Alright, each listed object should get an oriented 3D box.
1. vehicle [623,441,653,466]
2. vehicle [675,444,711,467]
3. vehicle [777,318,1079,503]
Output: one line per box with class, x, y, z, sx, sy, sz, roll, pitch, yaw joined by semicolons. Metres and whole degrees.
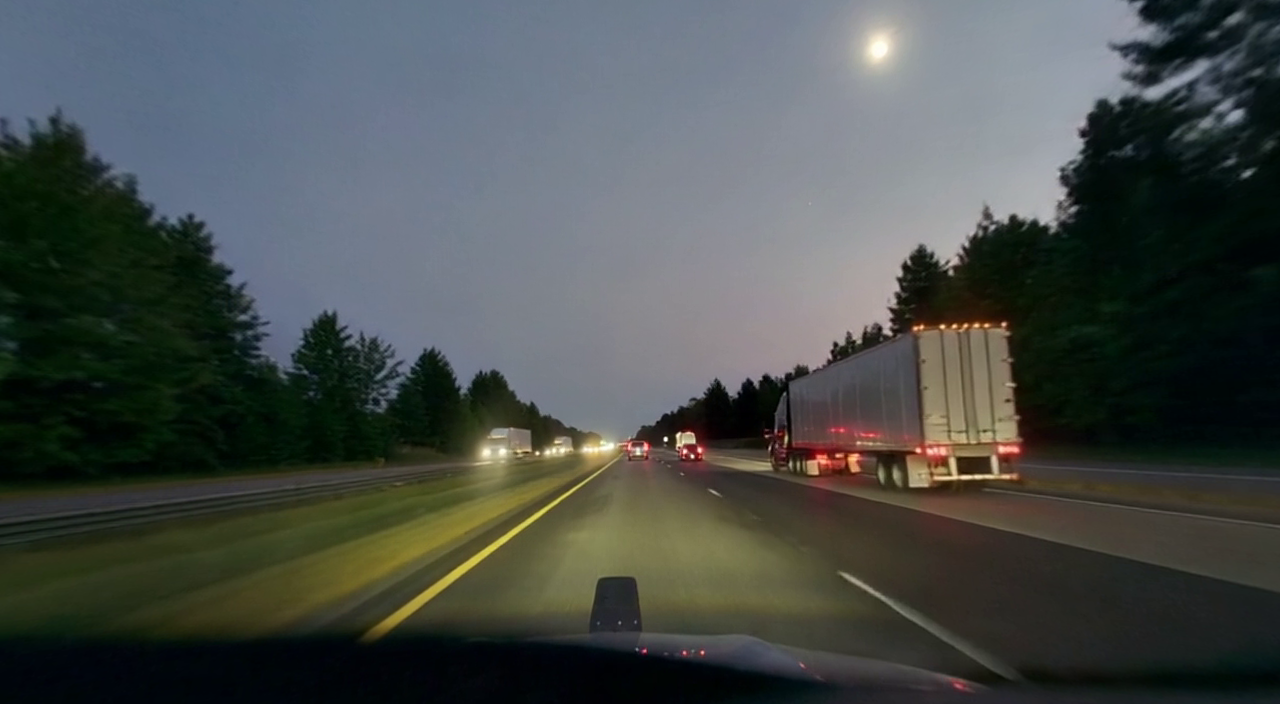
vehicle;-0.132;7.544;46.732;2.114;1.706;4.106;0;-9;0
vehicle;3.585;7.095;43.217;2.025;1.534;4.179;0;-9;-1
vehicle;7.794;2.310;20.786;3.044;4.073;14.016;0;-9;-1
